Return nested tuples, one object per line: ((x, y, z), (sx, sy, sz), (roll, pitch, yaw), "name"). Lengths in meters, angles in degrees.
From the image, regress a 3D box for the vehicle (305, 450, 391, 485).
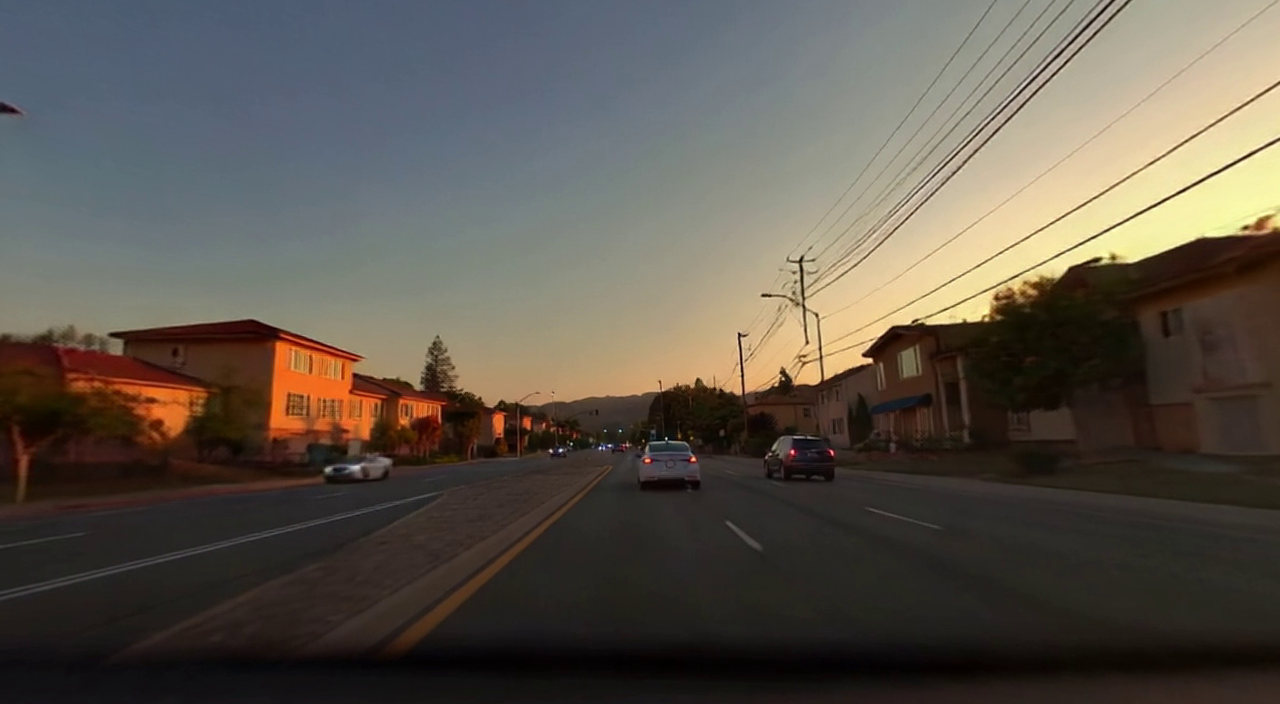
((-14.018, 5.539, 30.538), (1.988, 1.522, 4.396), (0, -9, 1), "vehicle")

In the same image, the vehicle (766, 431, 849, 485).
((6.409, 4.102, 24.635), (2.061, 1.889, 4.268), (0, -9, 0), "vehicle")

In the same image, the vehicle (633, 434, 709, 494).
((0.859, 3.541, 20.177), (2.138, 1.702, 4.168), (0, -9, -1), "vehicle")
